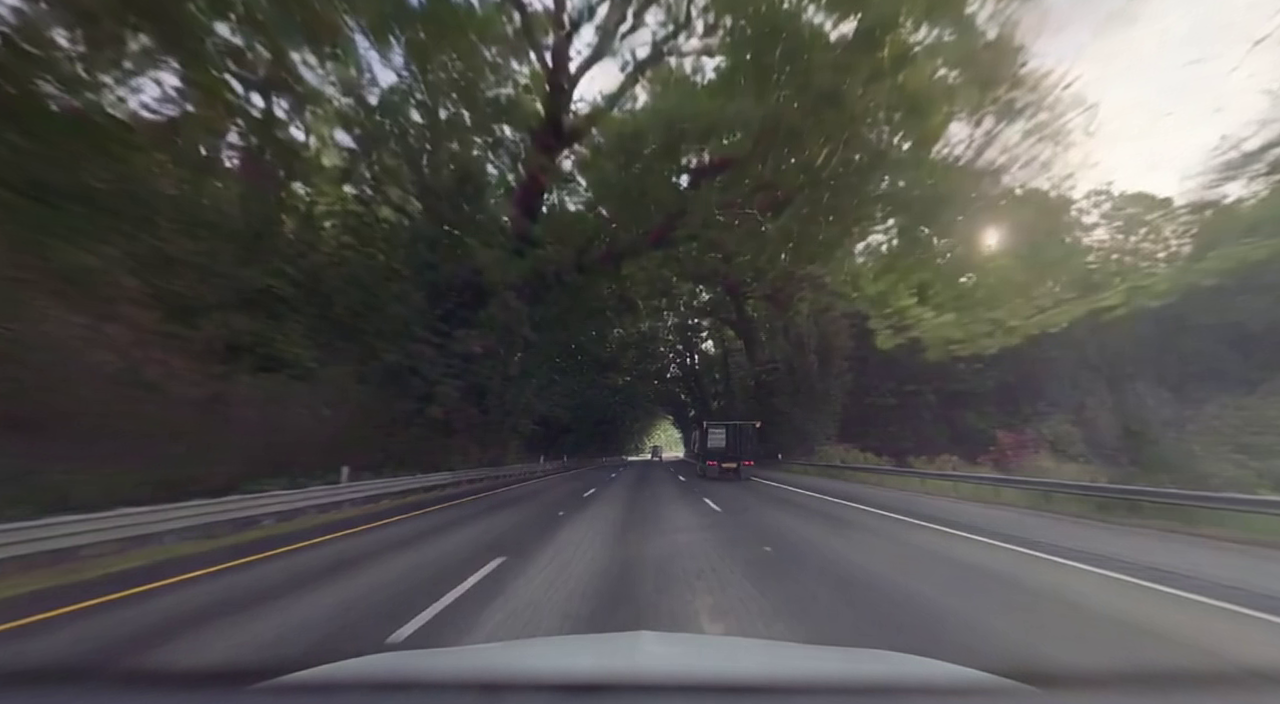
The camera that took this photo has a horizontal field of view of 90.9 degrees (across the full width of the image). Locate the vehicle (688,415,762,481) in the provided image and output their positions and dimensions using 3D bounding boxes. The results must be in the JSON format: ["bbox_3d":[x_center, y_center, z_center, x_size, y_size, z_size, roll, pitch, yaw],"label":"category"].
[{"bbox_3d":[3.877,4.592,30.009,2.572,2.795,5.978,0,-9,-1],"label":"vehicle"}]
